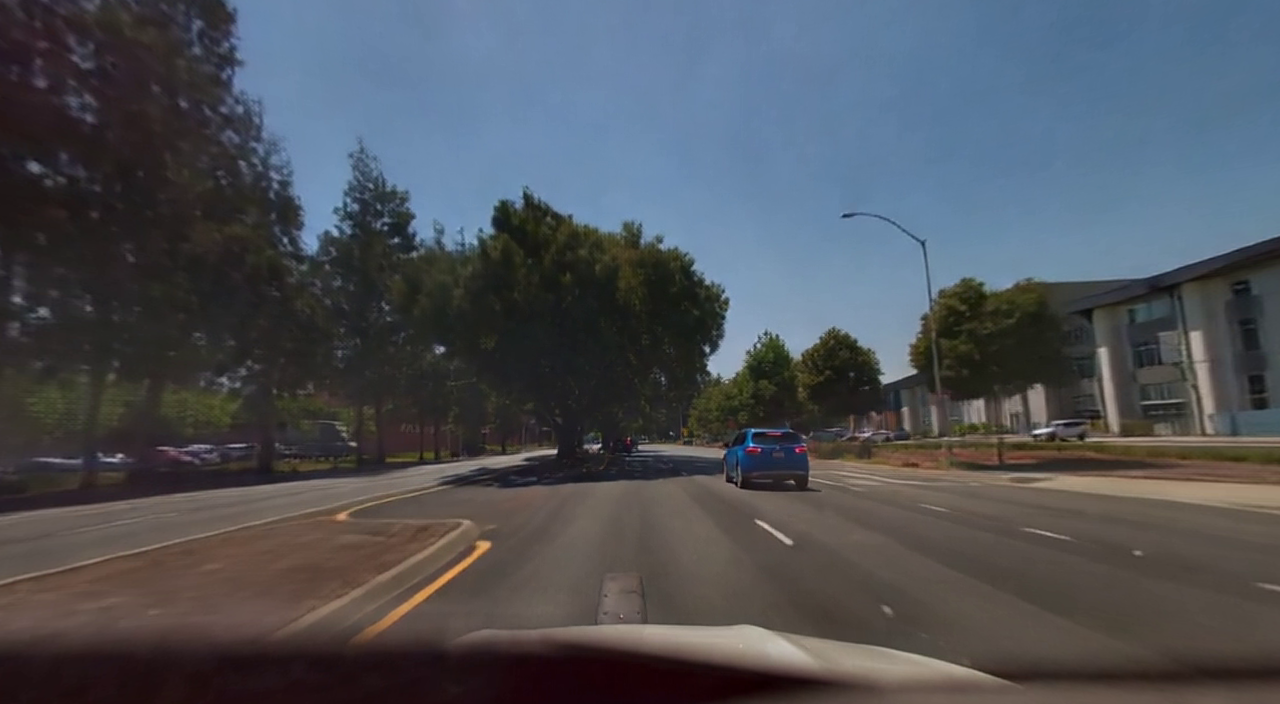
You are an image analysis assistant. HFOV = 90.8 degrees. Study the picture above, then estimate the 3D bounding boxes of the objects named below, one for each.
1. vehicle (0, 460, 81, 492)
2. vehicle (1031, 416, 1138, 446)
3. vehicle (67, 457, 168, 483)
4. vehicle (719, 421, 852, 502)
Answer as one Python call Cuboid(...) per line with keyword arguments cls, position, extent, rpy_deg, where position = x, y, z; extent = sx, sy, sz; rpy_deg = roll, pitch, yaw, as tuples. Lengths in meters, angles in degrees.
Cuboid(cls="vehicle", position=(-30.859, 6.141, 31.302), extent=(4.415, 1.418, 1.961), rpy_deg=(0, -8, -1))
Cuboid(cls="vehicle", position=(34.157, 6.092, 48.660), extent=(6.681, 2.063, 2.342), rpy_deg=(-1, -7, -6))
Cuboid(cls="vehicle", position=(-30.507, 6.902, 36.986), extent=(4.070, 1.399, 2.041), rpy_deg=(0, -8, 0))
Cuboid(cls="vehicle", position=(3.293, 2.569, 15.265), extent=(2.060, 1.665, 4.284), rpy_deg=(0, -8, -2))
